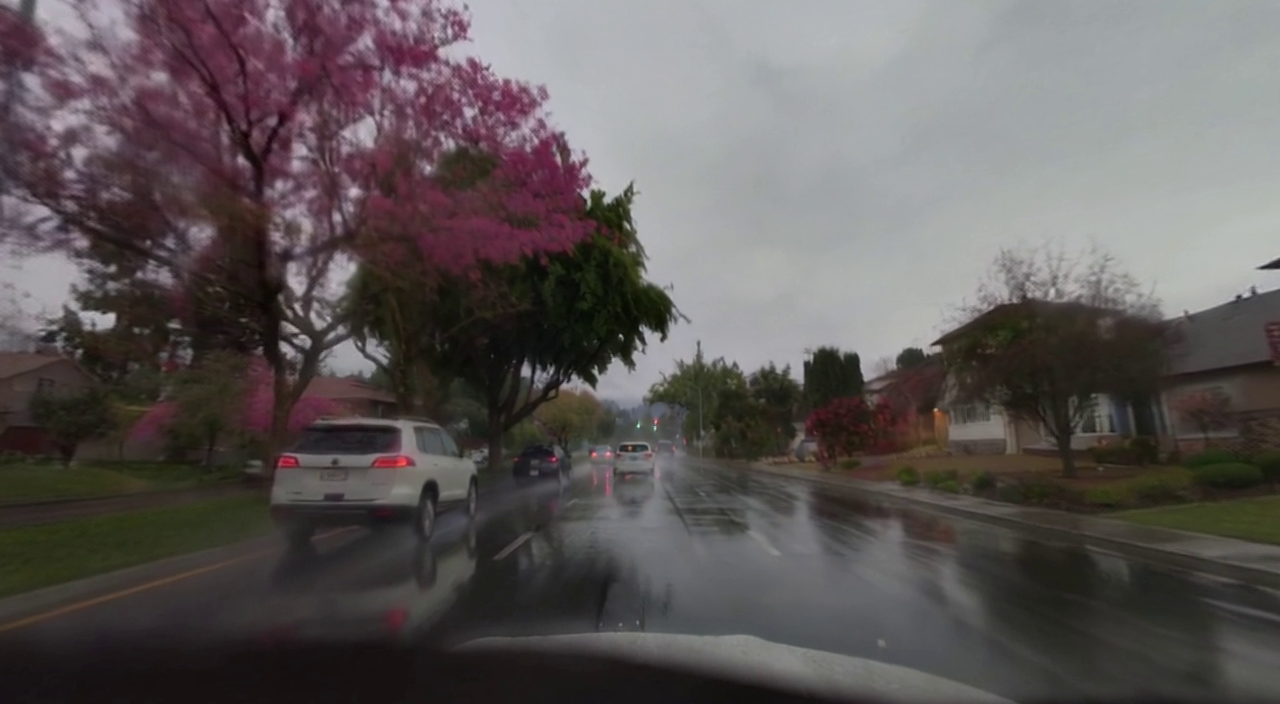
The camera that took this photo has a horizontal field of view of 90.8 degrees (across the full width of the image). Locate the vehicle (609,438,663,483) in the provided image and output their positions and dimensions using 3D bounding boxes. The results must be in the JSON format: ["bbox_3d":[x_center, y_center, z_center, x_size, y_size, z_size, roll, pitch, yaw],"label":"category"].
[{"bbox_3d":[-0.154,4.250,25.036,1.997,1.636,3.760,0,-8,0],"label":"vehicle"}]

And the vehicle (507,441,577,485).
[{"bbox_3d":[-3.762,4.326,24.912,2.066,1.565,3.905,0,-8,1],"label":"vehicle"}]

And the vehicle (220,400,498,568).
[{"bbox_3d":[-3.807,1.880,9.805,2.161,1.919,4.798,0,-8,-1],"label":"vehicle"}]
